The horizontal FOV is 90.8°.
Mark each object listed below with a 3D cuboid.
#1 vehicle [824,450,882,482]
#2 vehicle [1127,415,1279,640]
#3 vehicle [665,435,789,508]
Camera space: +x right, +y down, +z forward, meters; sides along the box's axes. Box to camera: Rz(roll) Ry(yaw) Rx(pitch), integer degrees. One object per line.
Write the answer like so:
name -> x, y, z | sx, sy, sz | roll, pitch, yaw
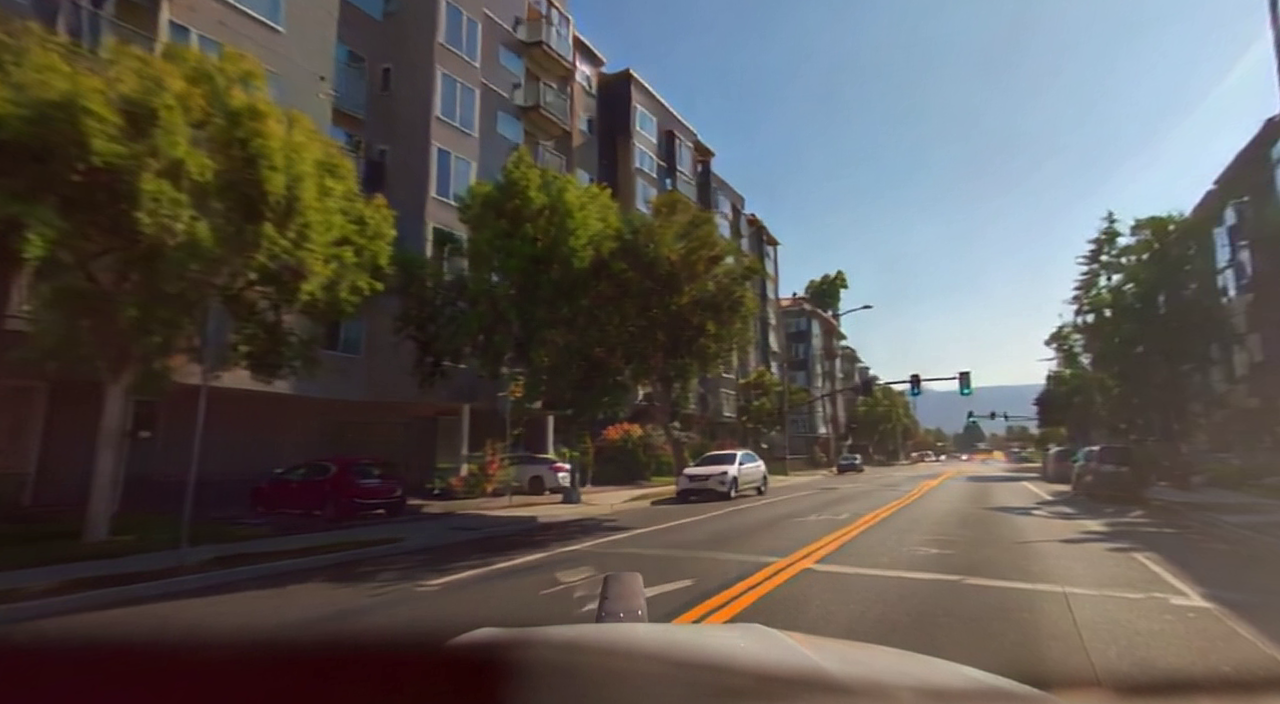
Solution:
vehicle -> 11.214, 5.913, 33.050 | 1.934, 1.484, 4.630 | -5, -10, 29
vehicle -> 6.785, 1.560, 6.413 | 2.153, 1.685, 4.586 | -5, -10, 29
vehicle -> 2.681, 3.377, 18.448 | 1.993, 1.817, 4.619 | -5, -10, 29
